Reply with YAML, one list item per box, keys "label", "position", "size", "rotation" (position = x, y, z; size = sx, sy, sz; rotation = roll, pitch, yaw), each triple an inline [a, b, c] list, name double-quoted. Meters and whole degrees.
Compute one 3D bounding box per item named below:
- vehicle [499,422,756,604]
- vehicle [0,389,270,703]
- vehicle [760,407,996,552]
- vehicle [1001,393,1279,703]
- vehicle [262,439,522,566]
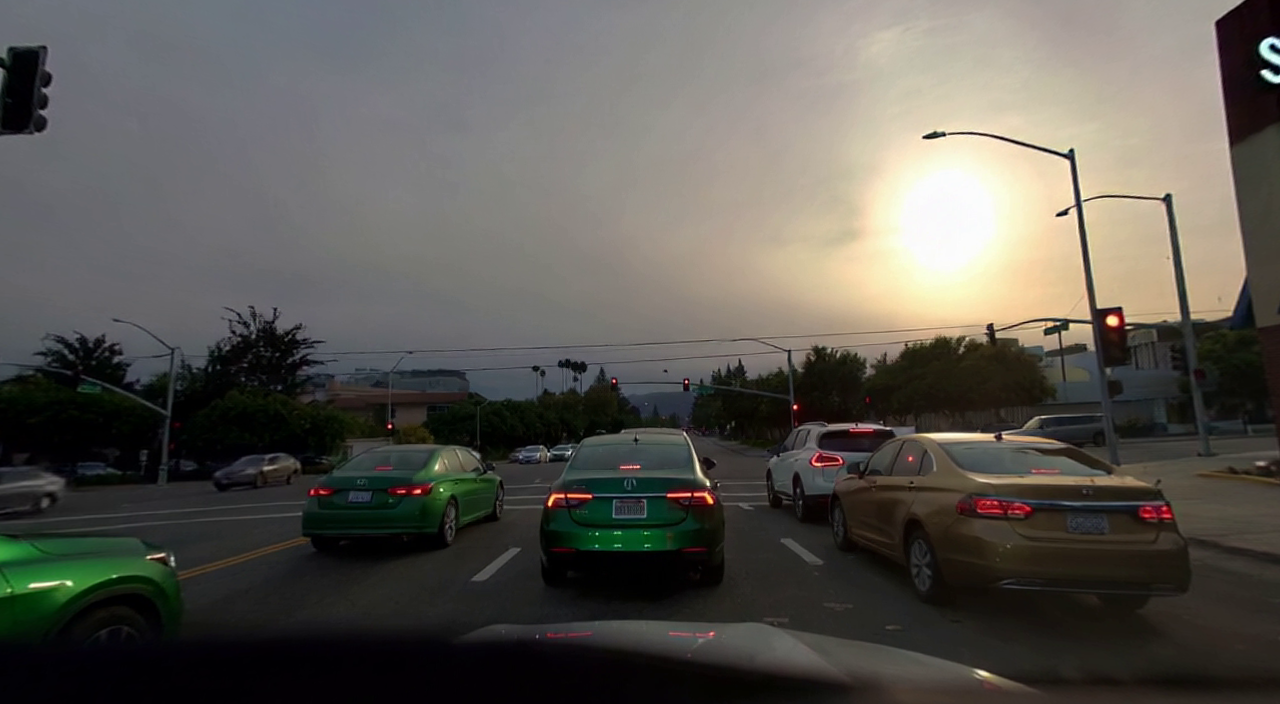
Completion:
- label: "vehicle"
  position: [-0.132, 1.656, 7.407]
  size: [2.140, 1.499, 4.119]
  rotation: [0, -8, -1]
- label: "vehicle"
  position: [-3.476, 0.845, 1.847]
  size: [2.016, 1.547, 4.414]
  rotation: [0, -8, 1]
- label: "vehicle"
  position: [3.311, 1.863, 9.837]
  size: [1.992, 1.744, 4.183]
  rotation: [0, -8, 0]
- label: "vehicle"
  position: [3.940, 0.973, 3.105]
  size: [1.800, 1.519, 4.198]
  rotation: [0, -8, 0]
- label: "vehicle"
  position: [-3.306, 2.074, 9.554]
  size: [1.995, 1.436, 4.373]
  rotation: [-1, -8, 3]
